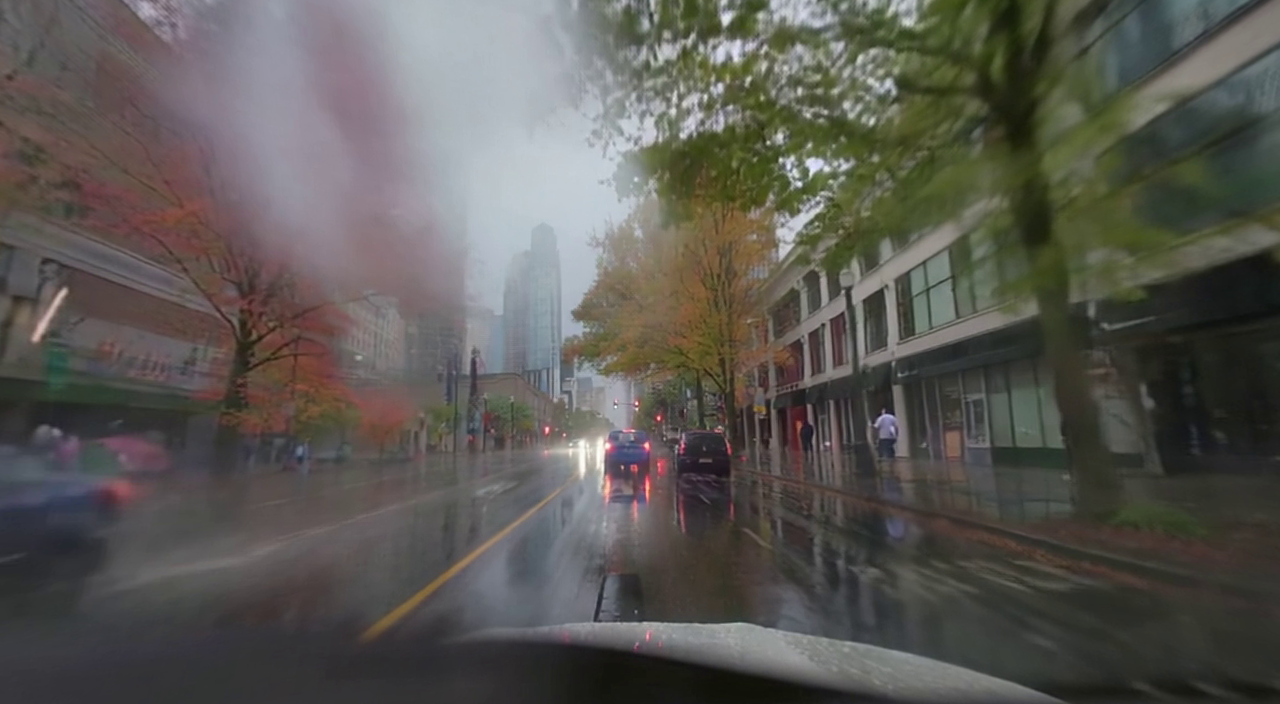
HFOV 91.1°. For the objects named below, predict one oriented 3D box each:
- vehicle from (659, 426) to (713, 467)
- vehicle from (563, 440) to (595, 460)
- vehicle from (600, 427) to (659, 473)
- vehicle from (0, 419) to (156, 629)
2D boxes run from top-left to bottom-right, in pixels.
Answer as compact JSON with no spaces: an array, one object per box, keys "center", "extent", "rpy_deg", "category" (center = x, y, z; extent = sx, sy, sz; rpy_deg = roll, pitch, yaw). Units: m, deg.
[{"center":[2.301,4.894,32.674],"extent":[2.147,1.968,4.478],"rpy_deg":[1,-8,-4],"category":"vehicle"},{"center":[-4.614,7.456,48.159],"extent":[2.096,1.415,4.515],"rpy_deg":[0,-8,-1],"category":"vehicle"},{"center":[-0.469,4.036,26.118],"extent":[2.274,1.736,4.083],"rpy_deg":[0,-8,-2],"category":"vehicle"},{"center":[-5.566,1.125,3.736],"extent":[2.121,1.489,4.430],"rpy_deg":[1,-8,-5],"category":"vehicle"}]
